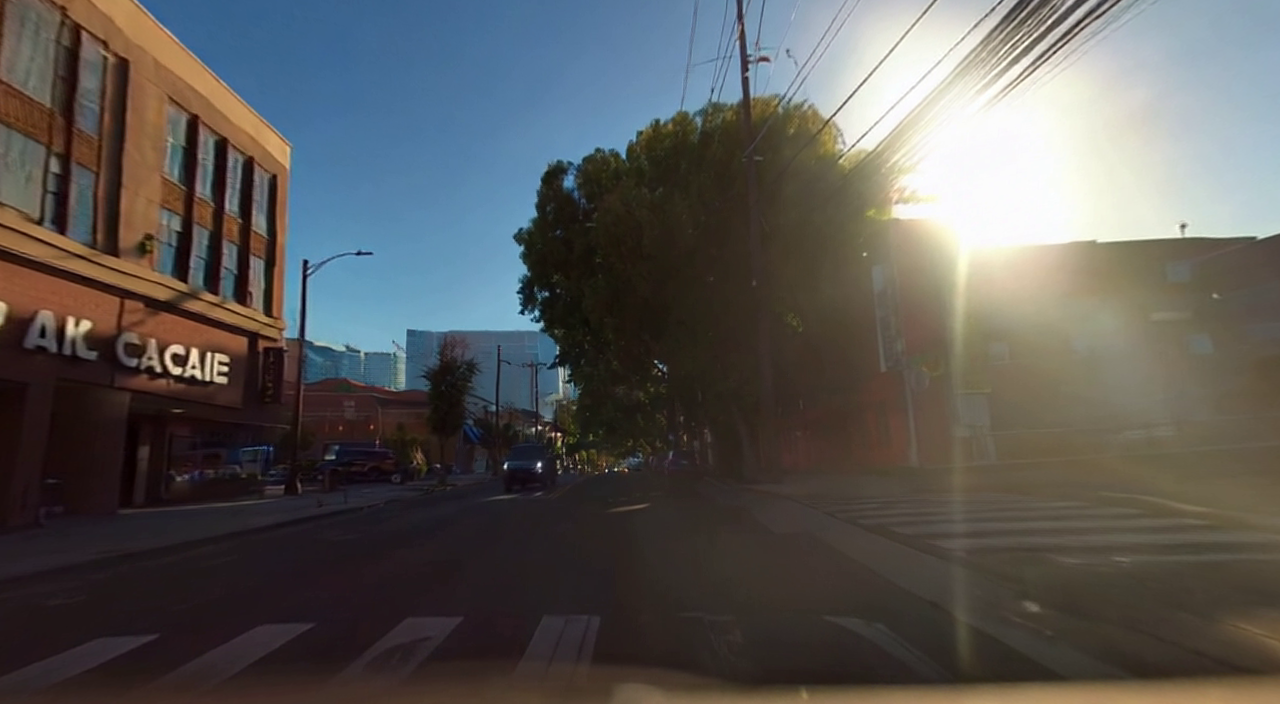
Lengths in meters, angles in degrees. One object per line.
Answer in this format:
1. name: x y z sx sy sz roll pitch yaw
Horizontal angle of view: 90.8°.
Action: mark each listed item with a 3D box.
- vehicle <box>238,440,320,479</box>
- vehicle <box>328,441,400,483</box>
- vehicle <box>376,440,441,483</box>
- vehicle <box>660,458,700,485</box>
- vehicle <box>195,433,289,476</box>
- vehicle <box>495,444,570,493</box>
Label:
1. vehicle: -25.283 7.515 44.621 2.288 2.514 5.886 0 -8 0
2. vehicle: -19.323 7.653 44.581 2.256 2.668 5.979 0 -7 1
3. vehicle: -16.392 7.767 45.121 2.715 2.789 6.225 0 -10 -5
4. vehicle: 2.253 6.888 36.660 1.877 1.373 3.854 0 -8 -3
5. vehicle: -27.967 7.202 44.769 2.249 2.760 6.636 0 -8 0
6. vehicle: -4.583 5.041 27.840 2.495 1.966 4.846 0 -8 -1
